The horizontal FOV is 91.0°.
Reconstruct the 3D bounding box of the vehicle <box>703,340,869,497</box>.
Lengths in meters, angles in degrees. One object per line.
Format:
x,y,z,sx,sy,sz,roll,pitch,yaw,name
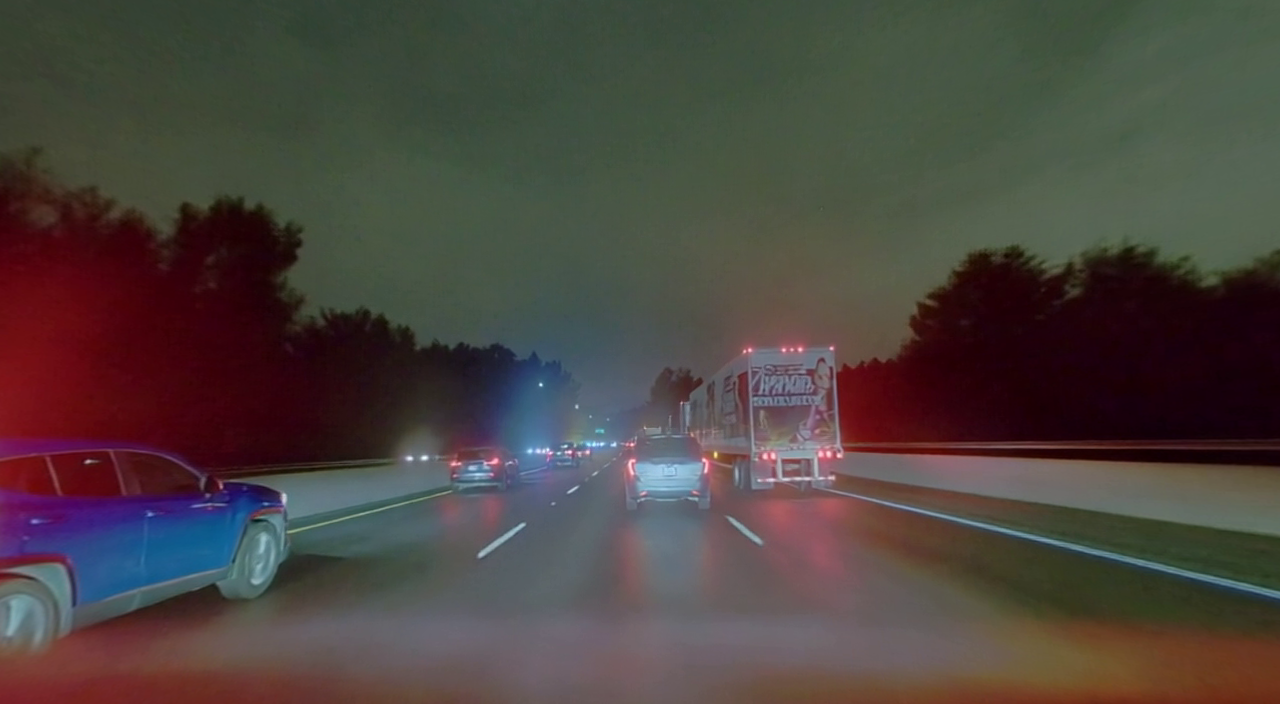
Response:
4.472,2.711,23.497,2.828,4.081,14.220,0,-8,0,vehicle

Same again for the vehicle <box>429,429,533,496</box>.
-4.277,3.023,17.580,1.905,1.642,3.803,0,-8,0,vehicle

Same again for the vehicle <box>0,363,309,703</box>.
-4.072,0.968,3.540,1.983,1.666,4.452,0,-8,0,vehicle

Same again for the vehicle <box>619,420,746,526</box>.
0.634,2.186,11.840,2.017,1.662,3.543,0,-8,-1,vehicle

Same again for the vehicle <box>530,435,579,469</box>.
-4.541,5.380,33.999,2.014,1.683,4.275,0,-8,1,vehicle
